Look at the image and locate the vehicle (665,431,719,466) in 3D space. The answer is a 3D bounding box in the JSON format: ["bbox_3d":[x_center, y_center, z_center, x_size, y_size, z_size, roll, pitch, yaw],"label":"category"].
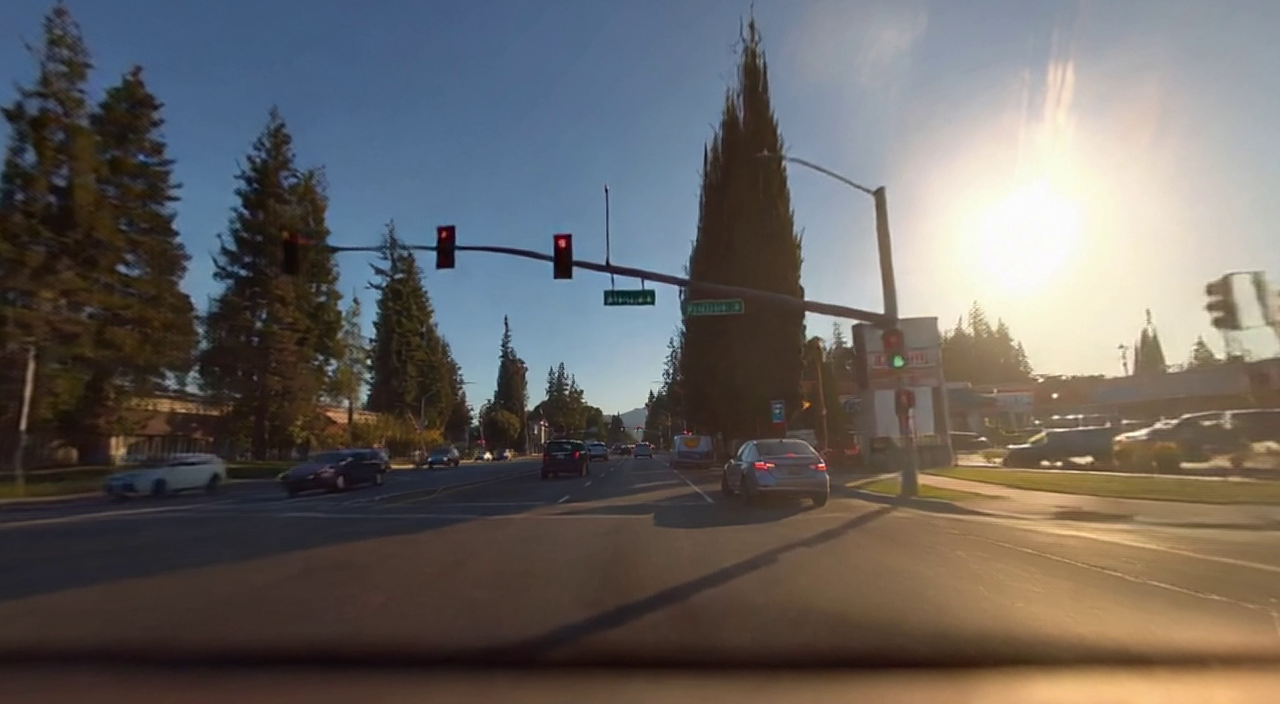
[{"bbox_3d":[3.433,6.579,43.199,3.245,2.199,6.295,0,-8,1],"label":"vehicle"}]

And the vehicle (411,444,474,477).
[{"bbox_3d":[-11.248,6.176,36.279,2.004,1.509,4.932,-1,-6,1],"label":"vehicle"}]

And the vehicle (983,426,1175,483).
[{"bbox_3d":[17.209,3.992,25.389,2.766,1.917,6.394,-1,-7,-5],"label":"vehicle"}]

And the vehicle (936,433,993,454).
[{"bbox_3d":[24.191,6.856,47.158,1.921,1.463,4.380,0,-8,0],"label":"vehicle"}]

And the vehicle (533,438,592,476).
[{"bbox_3d":[-3.733,5.153,31.119,2.250,1.713,4.422,0,-8,1],"label":"vehicle"}]

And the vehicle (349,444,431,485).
[{"bbox_3d":[-11.298,5.072,28.842,1.909,1.467,4.522,-2,-6,0],"label":"vehicle"}]

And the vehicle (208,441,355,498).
[{"bbox_3d":[-11.553,3.776,20.801,2.091,1.644,4.645,0,-8,0],"label":"vehicle"}]

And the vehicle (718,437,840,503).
[{"bbox_3d":[3.461,3.042,16.736,2.095,1.475,4.686,0,-8,-1],"label":"vehicle"}]

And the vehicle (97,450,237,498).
[{"bbox_3d":[-18.358,4.724,24.766,2.150,1.654,4.279,0,-8,0],"label":"vehicle"}]
